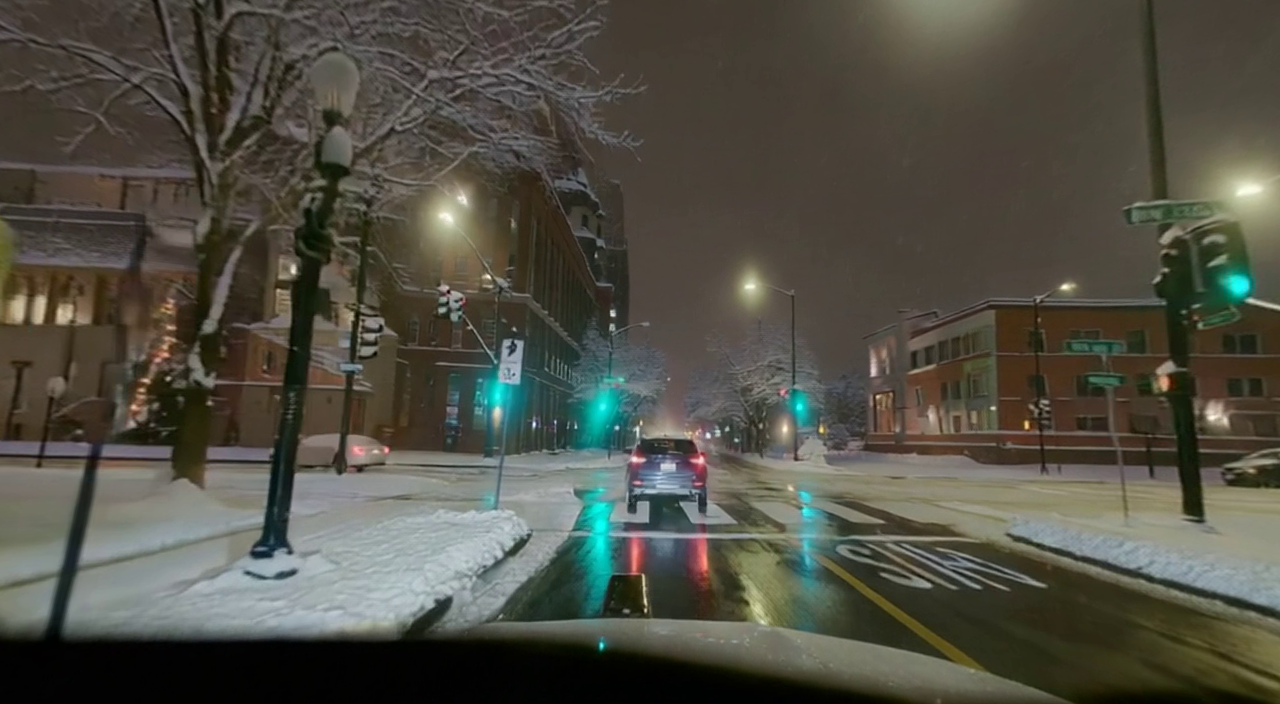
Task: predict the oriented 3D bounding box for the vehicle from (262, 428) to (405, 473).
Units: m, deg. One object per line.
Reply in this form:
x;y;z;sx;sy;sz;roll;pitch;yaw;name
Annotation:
-11.249;3.614;23.245;4.282;1.519;2.077;-2;-9;12;vehicle

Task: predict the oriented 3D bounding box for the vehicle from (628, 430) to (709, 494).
0.774;3.098;18.094;2.079;1.621;3.861;0;-8;2;vehicle
